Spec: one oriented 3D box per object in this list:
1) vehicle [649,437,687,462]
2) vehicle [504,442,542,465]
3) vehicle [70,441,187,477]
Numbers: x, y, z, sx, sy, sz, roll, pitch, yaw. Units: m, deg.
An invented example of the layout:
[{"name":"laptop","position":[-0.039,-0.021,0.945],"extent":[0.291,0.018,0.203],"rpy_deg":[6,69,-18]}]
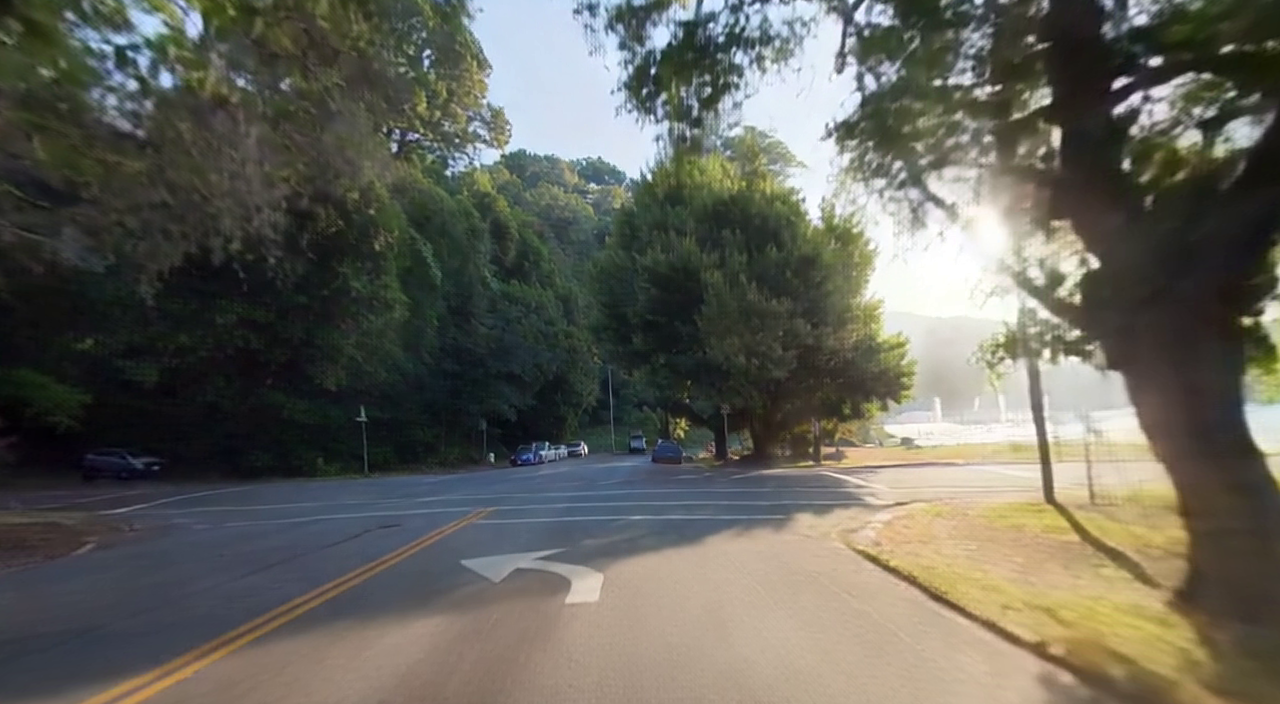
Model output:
[{"name":"vehicle","position":[1.695,6.151,39.794],"extent":[2.051,1.461,4.100],"rpy_deg":[0,-8,-2]},{"name":"vehicle","position":[-8.294,7.234,45.087],"extent":[2.102,1.507,4.049],"rpy_deg":[0,-8,-2]},{"name":"vehicle","position":[-27.646,5.744,34.108],"extent":[4.986,1.796,2.066],"rpy_deg":[-2,-8,12]}]
